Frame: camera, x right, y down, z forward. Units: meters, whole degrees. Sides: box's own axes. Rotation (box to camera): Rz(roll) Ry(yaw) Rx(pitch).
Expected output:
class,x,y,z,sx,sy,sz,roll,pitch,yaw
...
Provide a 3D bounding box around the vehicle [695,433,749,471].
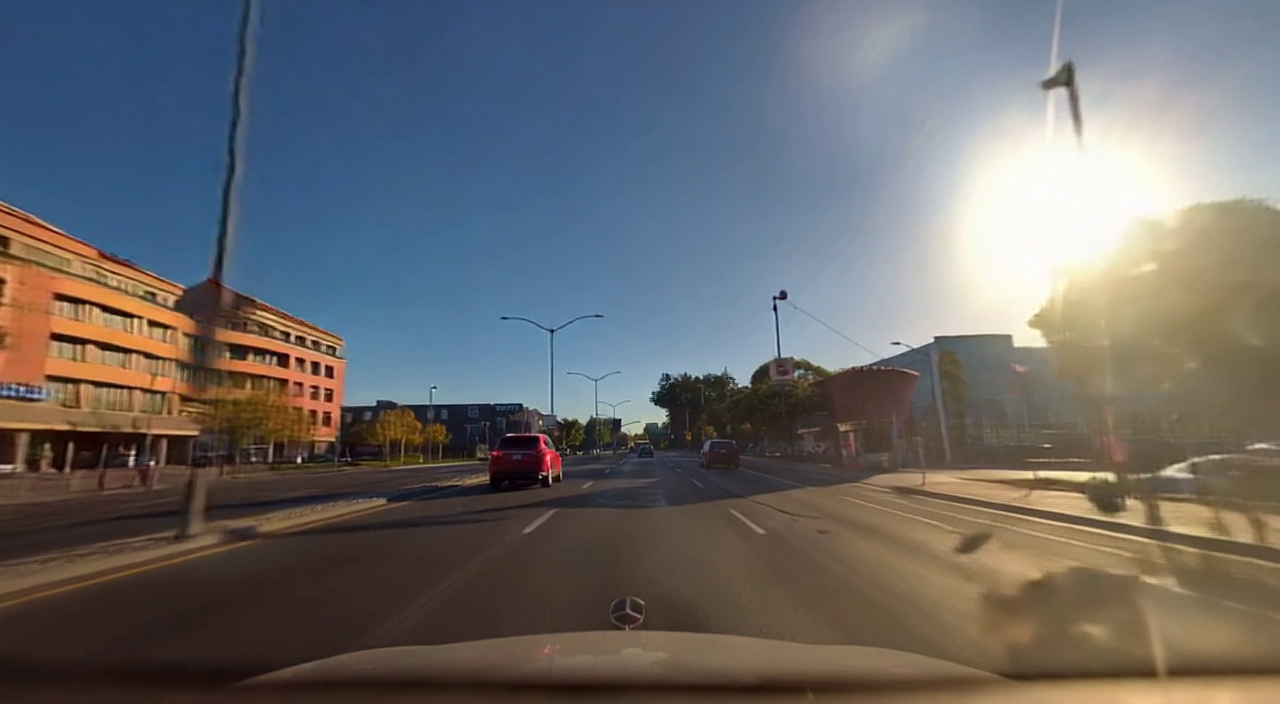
class,x,y,z,sx,sy,sz,roll,pitch,yaw
vehicle,4.106,5.101,32.260,2.083,1.779,4.347,0,-8,-1

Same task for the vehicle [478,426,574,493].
class,x,y,z,sx,sy,sz,roll,pitch,yaw
vehicle,-3.377,3.286,19.588,2.047,1.810,4.414,0,-8,1

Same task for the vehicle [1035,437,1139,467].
class,x,y,z,sx,sy,sz,roll,pitch,yaw
vehicle,30.197,6.772,42.848,2.274,1.901,5.570,2,-9,-11
